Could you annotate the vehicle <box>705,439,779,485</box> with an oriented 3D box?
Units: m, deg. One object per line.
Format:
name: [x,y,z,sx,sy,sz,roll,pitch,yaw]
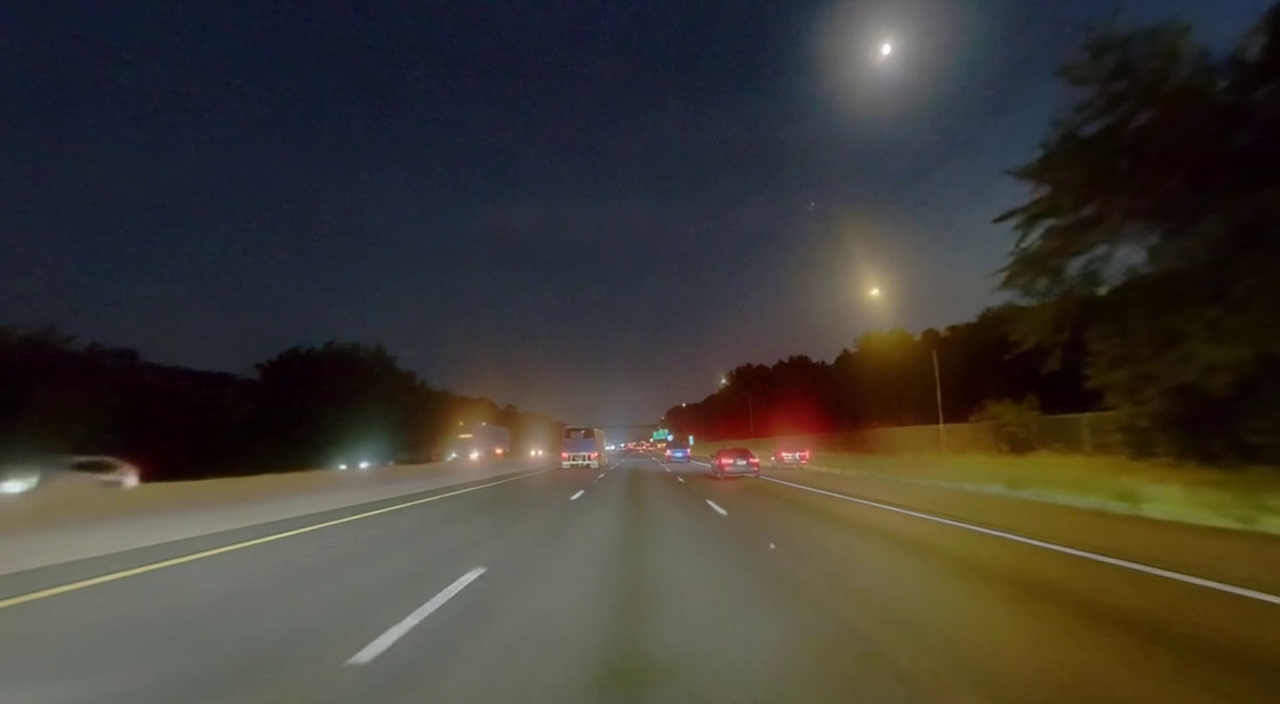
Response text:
vehicle: [3.707,4.080,23.625,1.983,1.545,4.038,0,-9,-1]

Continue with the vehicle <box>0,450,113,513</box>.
vehicle: [-19.266,3.946,19.525,1.935,1.800,4.470,0,-9,0]

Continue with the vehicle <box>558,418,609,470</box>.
vehicle: [-3.669,6.255,42.524,2.667,3.195,6.731,0,-9,1]

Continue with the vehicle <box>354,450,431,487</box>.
vehicle: [-11.367,5.345,29.300,1.803,1.570,4.402,0,-9,0]

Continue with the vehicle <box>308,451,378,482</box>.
vehicle: [-15.612,6.020,33.391,1.692,1.483,4.077,0,-9,0]
